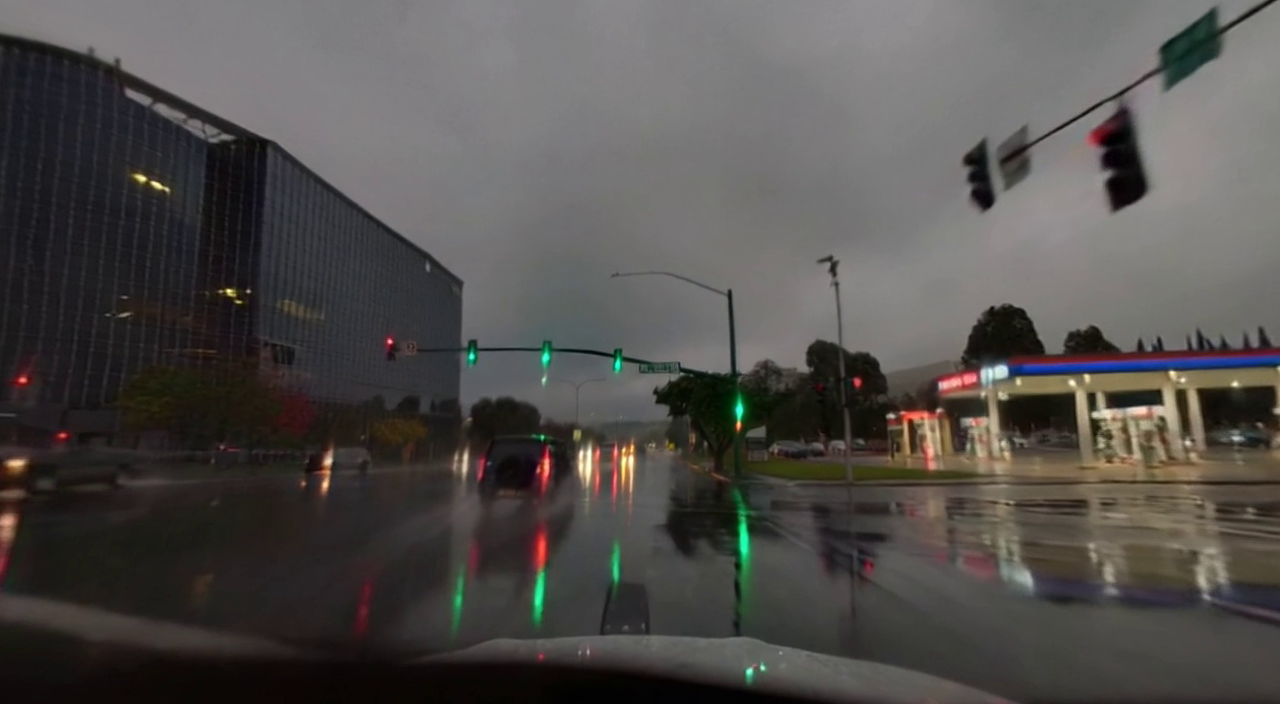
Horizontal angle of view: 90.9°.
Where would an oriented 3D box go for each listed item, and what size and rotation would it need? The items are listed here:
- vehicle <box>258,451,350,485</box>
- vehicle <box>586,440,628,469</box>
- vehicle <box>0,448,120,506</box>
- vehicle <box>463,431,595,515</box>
[{"bbox_3d":[-17.043,5.887,32.253,2.143,1.488,4.382,0,-8,3],"label":"vehicle"},{"bbox_3d":[-2.416,7.779,48.223,2.602,2.091,6.347,0,-8,2],"label":"vehicle"},{"bbox_3d":[-20.371,4.048,20.812,2.016,1.697,4.963,0,-8,2],"label":"vehicle"},{"bbox_3d":[-2.471,2.833,15.389,2.183,1.731,4.338,0,-8,4],"label":"vehicle"}]
